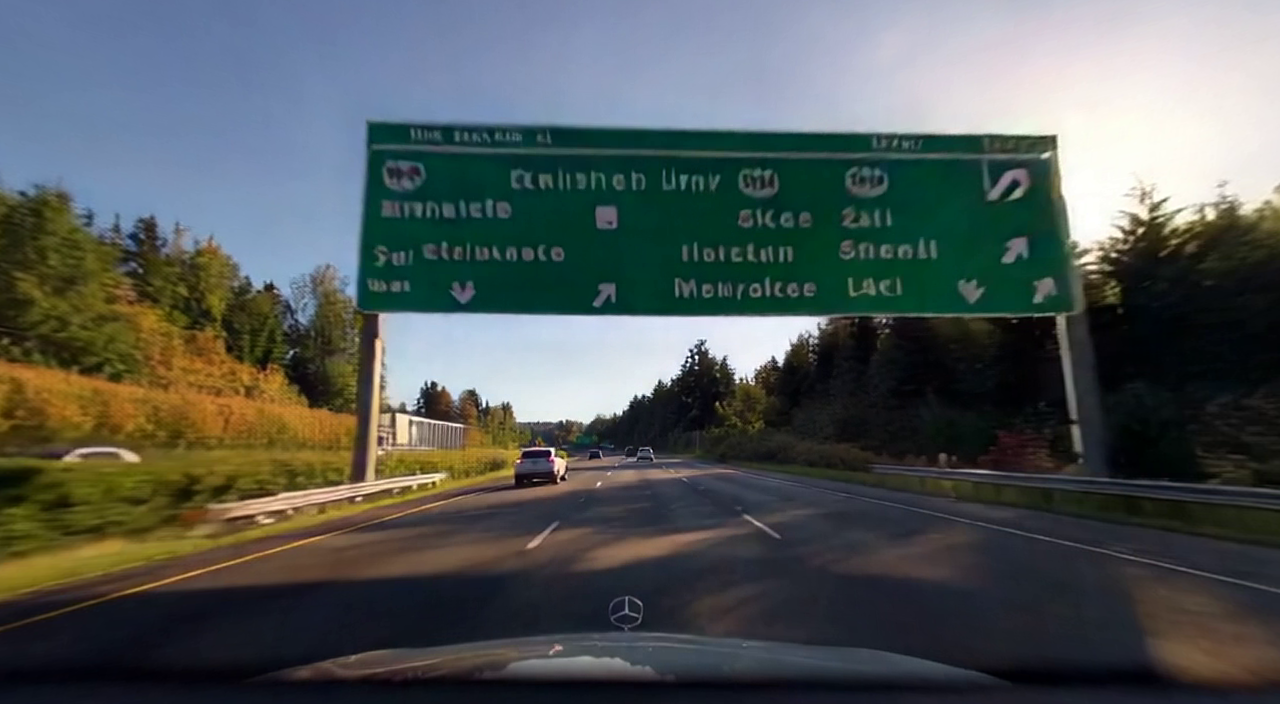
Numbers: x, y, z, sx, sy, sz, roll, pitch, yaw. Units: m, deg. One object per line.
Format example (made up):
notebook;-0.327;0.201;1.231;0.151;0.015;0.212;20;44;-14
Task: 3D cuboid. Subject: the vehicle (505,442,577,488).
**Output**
vehicle;-3.726;4.330;24.460;2.028;1.584;4.481;0;-9;1

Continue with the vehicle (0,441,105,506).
vehicle;-15.691;2.958;15.458;1.824;1.473;3.744;0;-9;-1

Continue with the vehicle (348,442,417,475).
vehicle;-12.454;5.177;30.766;1.763;1.475;3.913;0;-9;-1
